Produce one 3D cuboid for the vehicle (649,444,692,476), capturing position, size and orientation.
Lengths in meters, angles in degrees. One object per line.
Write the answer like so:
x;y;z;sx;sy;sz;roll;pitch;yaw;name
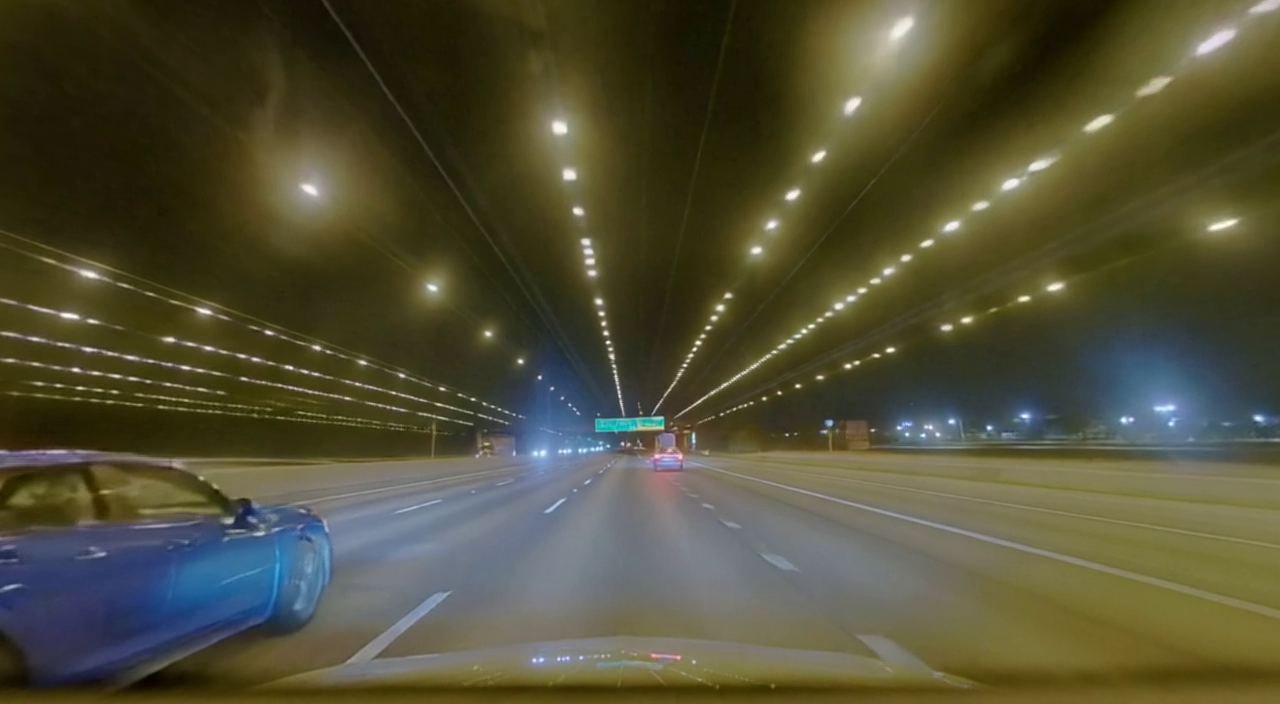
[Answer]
1.475;5.513;32.371;2.055;1.501;4.321;0;-9;1;vehicle
